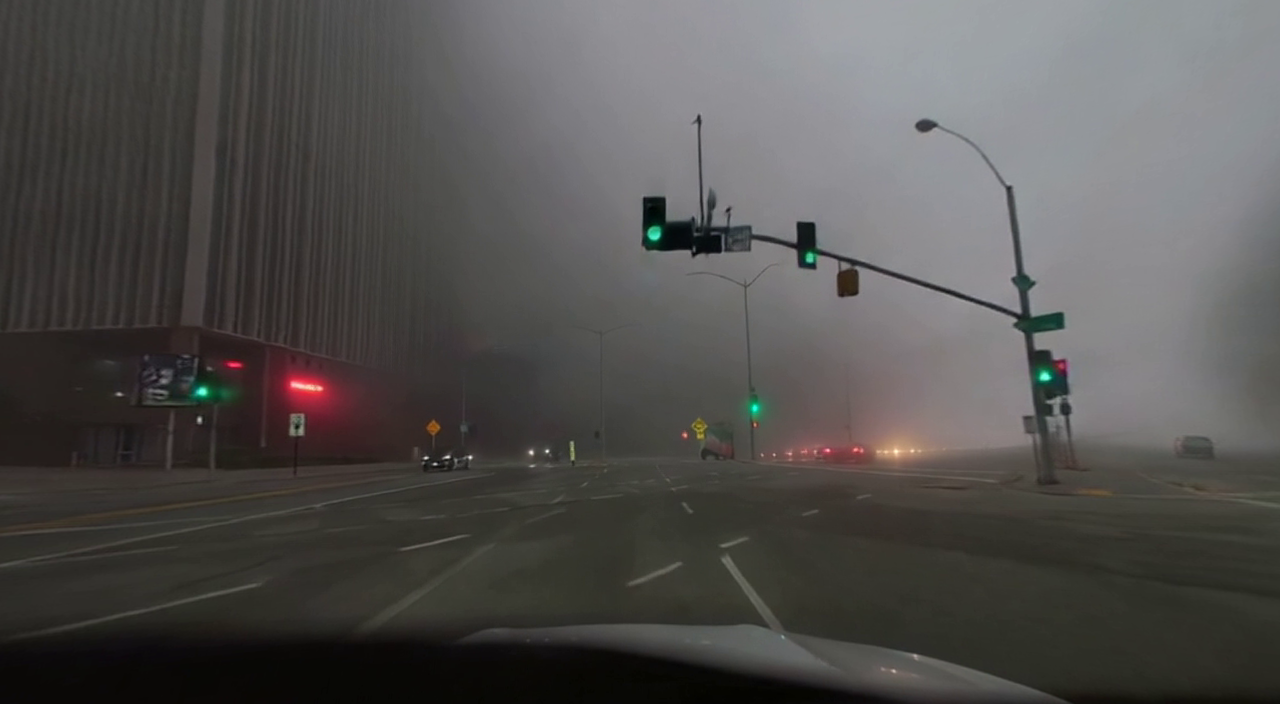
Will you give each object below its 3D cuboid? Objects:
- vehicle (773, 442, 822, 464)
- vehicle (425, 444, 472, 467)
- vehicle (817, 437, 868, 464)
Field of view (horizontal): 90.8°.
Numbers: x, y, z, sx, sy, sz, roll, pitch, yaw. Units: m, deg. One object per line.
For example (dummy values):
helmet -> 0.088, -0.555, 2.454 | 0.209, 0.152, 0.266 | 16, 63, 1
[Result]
vehicle -> 11.668, 7.420, 46.510 | 2.023, 1.527, 5.016 | -5, -10, 31
vehicle -> -14.909, 8.062, 49.467 | 2.161, 1.681, 4.743 | 0, -8, 1
vehicle -> 14.637, 7.051, 45.387 | 2.232, 1.814, 5.285 | -5, -10, 31
